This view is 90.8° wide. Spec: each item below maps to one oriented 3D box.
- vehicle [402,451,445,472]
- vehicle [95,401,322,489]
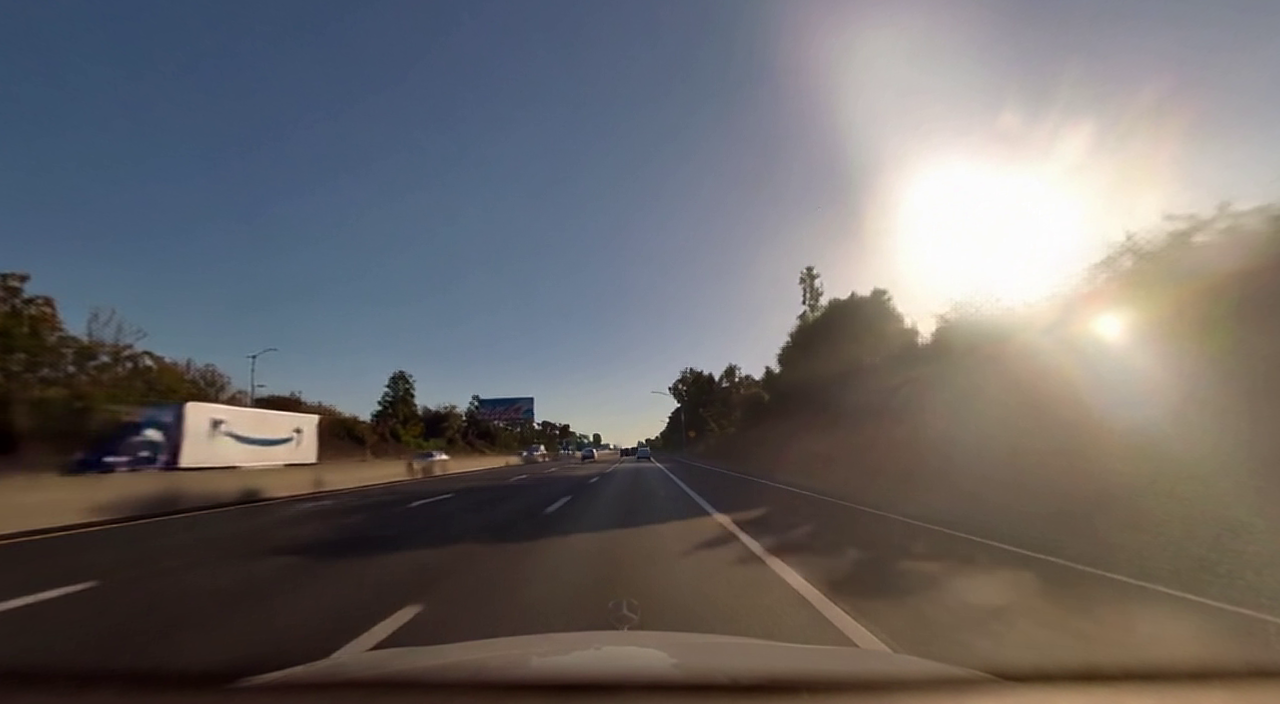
[{"bbox_3d":[-15.284,7.705,44.661,1.720,1.396,3.502,0,-9,1],"label":"vehicle"},{"bbox_3d":[-23.240,5.347,35.911,2.898,3.947,14.192,0,-9,0],"label":"vehicle"}]
